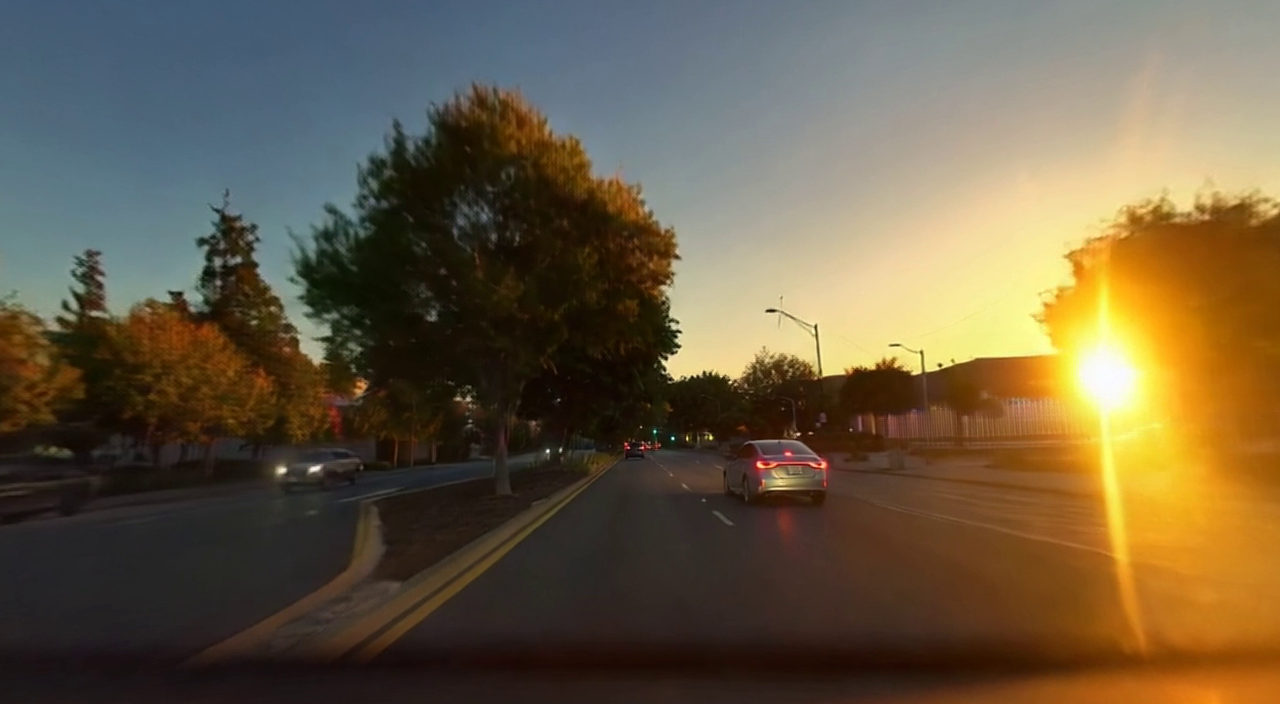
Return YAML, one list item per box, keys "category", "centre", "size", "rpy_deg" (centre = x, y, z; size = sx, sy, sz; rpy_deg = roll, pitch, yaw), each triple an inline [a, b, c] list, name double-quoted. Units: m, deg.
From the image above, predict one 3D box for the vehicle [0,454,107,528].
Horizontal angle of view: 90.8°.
- category: "vehicle"
  centre: [-16.469, 3.476, 15.888]
  size: [2.032, 1.728, 4.633]
  rpy_deg: [0, -8, 0]

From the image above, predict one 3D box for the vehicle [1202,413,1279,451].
- category: "vehicle"
  centre: [32.413, 4.146, 32.645]
  size: [4.597, 1.886, 2.143]
  rpy_deg: [0, -8, 1]

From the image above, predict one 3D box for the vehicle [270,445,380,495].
- category: "vehicle"
  centre: [-12.487, 4.653, 25.447]
  size: [2.063, 1.812, 4.502]
  rpy_deg: [0, -8, 1]

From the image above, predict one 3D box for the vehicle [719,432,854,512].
- category: "vehicle"
  centre: [3.321, 2.825, 15.408]
  size: [1.995, 1.616, 4.729]
  rpy_deg: [0, -8, -2]

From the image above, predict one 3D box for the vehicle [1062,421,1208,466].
- category: "vehicle"
  centre: [20.054, 3.741, 25.722]
  size: [4.376, 1.735, 1.854]
  rpy_deg: [0, -8, -1]
